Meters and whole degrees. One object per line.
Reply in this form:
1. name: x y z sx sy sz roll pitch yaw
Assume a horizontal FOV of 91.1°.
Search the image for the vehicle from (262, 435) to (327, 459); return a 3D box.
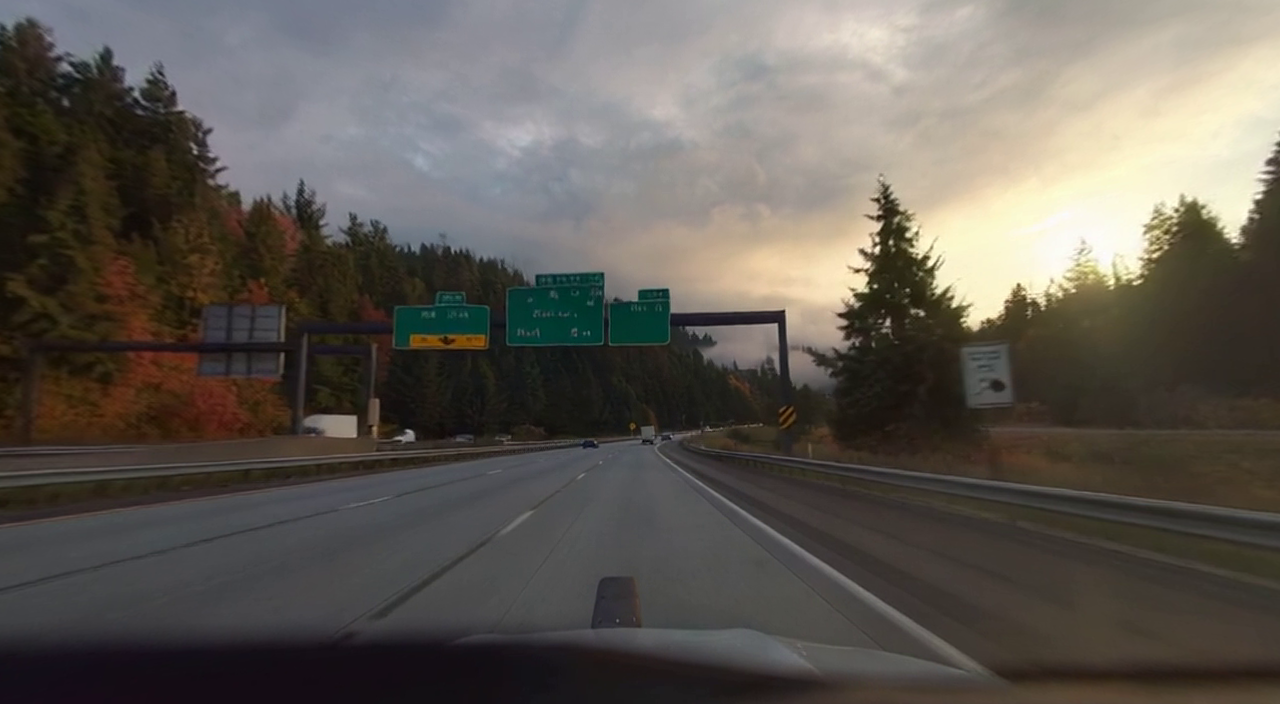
1. vehicle: -23.993 6.591 43.853 1.881 1.546 4.419 0 -8 2
